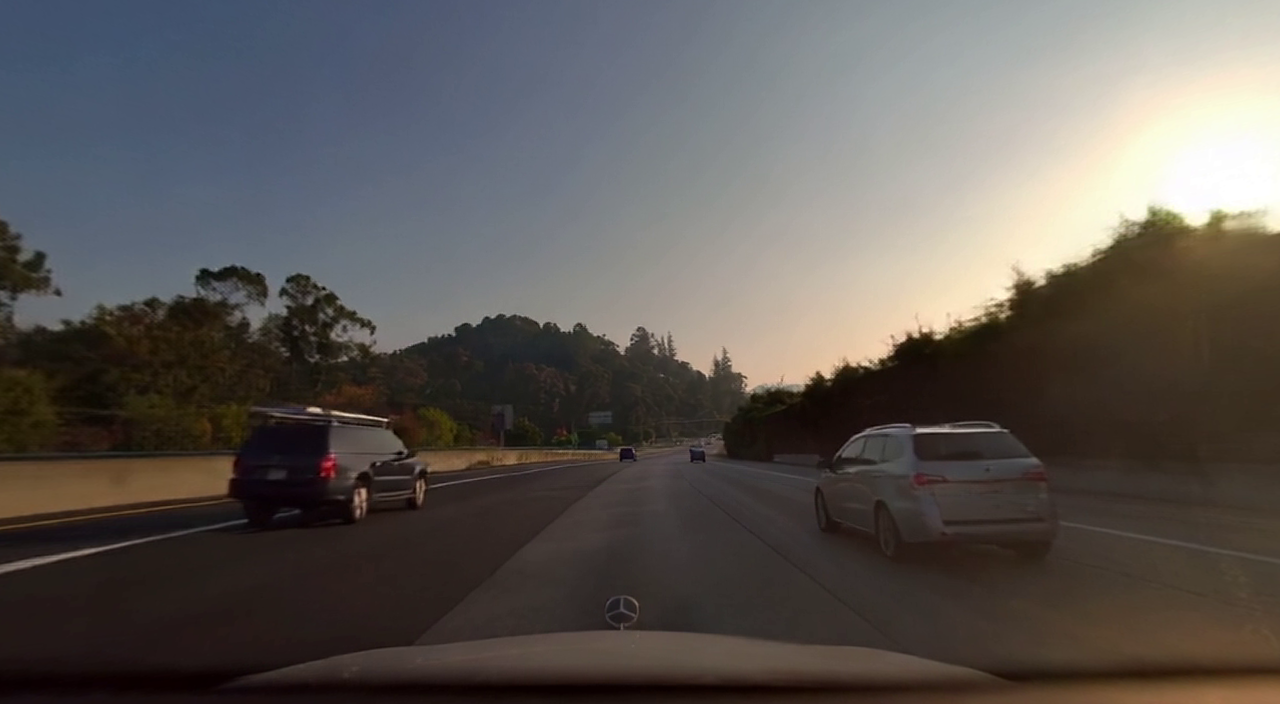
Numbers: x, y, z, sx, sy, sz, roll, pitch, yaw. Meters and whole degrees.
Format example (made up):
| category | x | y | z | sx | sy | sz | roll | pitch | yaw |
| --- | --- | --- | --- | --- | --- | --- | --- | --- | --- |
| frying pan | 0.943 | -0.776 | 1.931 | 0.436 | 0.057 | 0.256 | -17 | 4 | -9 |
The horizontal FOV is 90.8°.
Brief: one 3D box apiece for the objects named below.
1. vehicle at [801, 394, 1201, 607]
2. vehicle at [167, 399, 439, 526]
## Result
| category | x | y | z | sx | sy | sz | roll | pitch | yaw |
| --- | --- | --- | --- | --- | --- | --- | --- | --- | --- |
| vehicle | 3.548 | 1.559 | 7.487 | 2.075 | 1.743 | 4.410 | 0 | -9 | -1 |
| vehicle | -6.417 | 2.247 | 13.243 | 2.383 | 2.048 | 5.875 | 0 | -9 | 1 |
